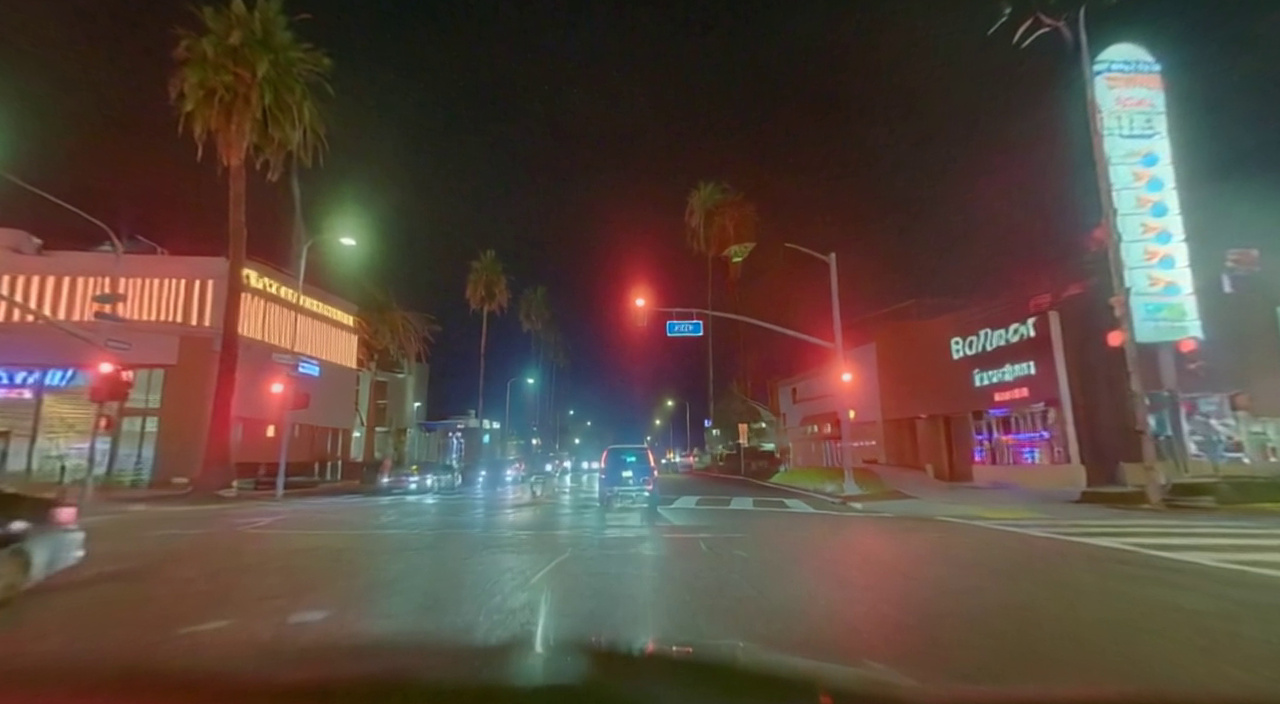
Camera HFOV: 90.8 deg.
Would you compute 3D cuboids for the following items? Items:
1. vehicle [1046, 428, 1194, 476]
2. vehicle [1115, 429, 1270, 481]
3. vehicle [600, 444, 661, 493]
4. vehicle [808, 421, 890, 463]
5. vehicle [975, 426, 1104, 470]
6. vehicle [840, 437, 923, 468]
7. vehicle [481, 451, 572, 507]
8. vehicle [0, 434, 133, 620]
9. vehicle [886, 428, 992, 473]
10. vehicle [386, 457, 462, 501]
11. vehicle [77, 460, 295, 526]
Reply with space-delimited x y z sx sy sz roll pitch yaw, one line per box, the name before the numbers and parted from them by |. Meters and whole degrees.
vehicle | 16.910 3.537 22.599 1.850 1.509 4.297 0 -8 -1
vehicle | 19.488 3.610 22.546 1.865 1.473 3.989 0 -4 -3
vehicle | -0.395 4.732 26.003 2.264 1.798 4.531 0 -9 -1
vehicle | 11.632 5.176 35.670 2.652 2.045 5.359 -3 -10 -1
vehicle | 14.390 3.544 23.123 1.797 1.443 4.451 0 -10 0
vehicle | 11.641 4.942 30.811 2.598 1.299 3.611 -1 -11 0
vehicle | -3.333 3.821 19.409 1.921 1.491 4.332 -1 -9 1
vehicle | -6.273 1.278 4.138 2.032 1.508 4.661 0 -9 0
vehicle | 11.689 3.995 25.137 1.899 1.550 4.531 -1 -11 -1
vehicle | -9.163 5.381 27.081 1.866 1.541 3.953 -4 -9 -1
vehicle | -12.335 3.770 17.444 2.002 1.470 4.388 -8 -12 38
